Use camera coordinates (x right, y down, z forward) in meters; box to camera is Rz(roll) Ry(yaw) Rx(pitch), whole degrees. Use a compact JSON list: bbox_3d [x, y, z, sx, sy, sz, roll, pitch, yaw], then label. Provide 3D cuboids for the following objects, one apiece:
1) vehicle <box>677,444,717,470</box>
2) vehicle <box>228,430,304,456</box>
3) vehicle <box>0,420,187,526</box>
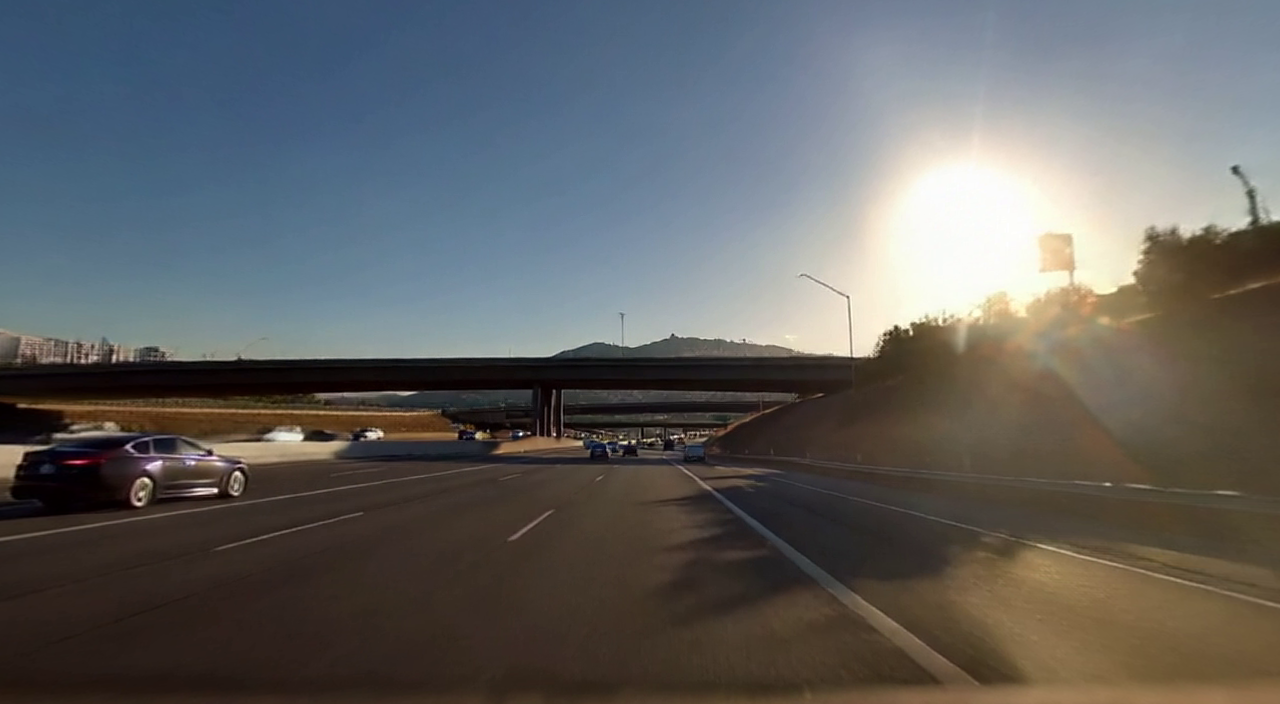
[{"bbox_3d":[3.469,6.501,39.489,2.059,1.509,4.670,0,-8,0],"label":"vehicle"},{"bbox_3d":[-24.797,6.096,42.041,2.010,1.614,4.848,0,-8,2],"label":"vehicle"},{"bbox_3d":[-11.197,2.193,11.819,1.995,1.682,4.516,0,-8,1],"label":"vehicle"}]
